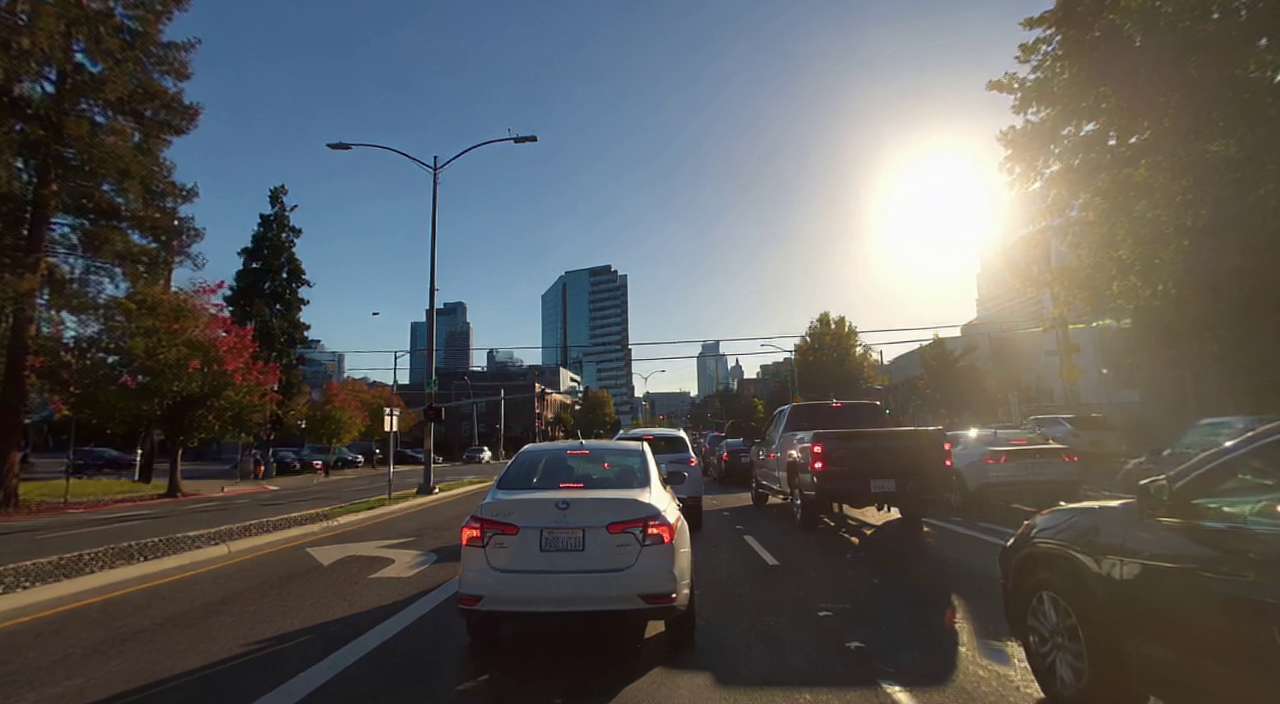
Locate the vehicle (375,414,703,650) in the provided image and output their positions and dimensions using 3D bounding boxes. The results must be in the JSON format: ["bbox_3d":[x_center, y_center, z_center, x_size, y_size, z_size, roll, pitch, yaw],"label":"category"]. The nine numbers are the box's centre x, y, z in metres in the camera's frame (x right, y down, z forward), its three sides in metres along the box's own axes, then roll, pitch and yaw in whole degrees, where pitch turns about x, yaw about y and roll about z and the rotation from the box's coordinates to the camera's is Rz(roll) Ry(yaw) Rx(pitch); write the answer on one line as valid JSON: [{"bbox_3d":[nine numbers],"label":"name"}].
[{"bbox_3d":[-0.610,1.502,6.340,2.172,1.536,4.250,0,-9,2],"label":"vehicle"}]

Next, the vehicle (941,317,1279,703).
[{"bbox_3d":[3.164,0.751,2.087,2.024,1.723,4.714,0,-9,1],"label":"vehicle"}]

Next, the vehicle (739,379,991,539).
[{"bbox_3d":[3.554,1.902,11.644,2.497,2.186,5.890,0,-9,0],"label":"vehicle"}]
